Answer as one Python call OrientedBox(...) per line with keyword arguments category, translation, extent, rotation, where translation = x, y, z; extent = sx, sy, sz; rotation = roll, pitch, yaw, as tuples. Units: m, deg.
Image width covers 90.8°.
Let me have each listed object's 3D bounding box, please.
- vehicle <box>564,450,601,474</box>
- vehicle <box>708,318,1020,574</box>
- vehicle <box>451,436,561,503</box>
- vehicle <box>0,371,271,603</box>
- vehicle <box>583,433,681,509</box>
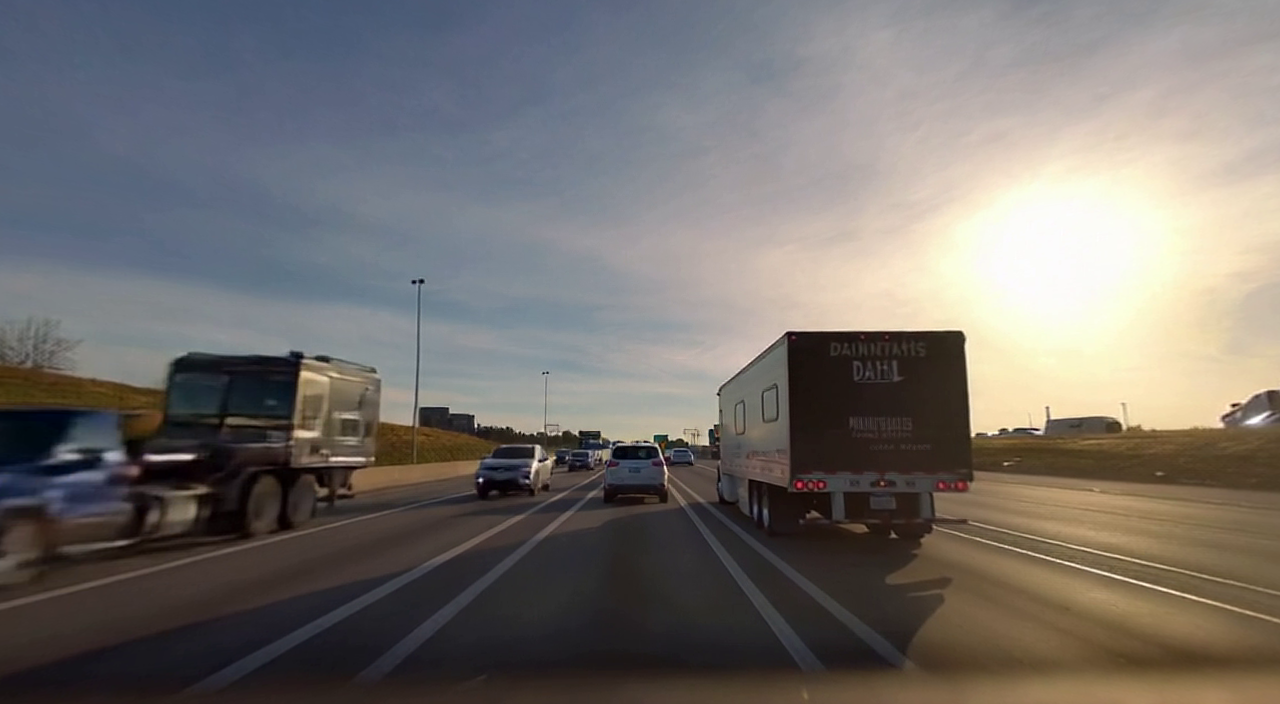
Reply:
OrientedBox(category="vehicle", translation=(-3.641, 7.042, 40.652), extent=(1.933, 1.465, 3.898), rotation=(0, -9, 2))
OrientedBox(category="vehicle", translation=(2.951, 1.596, 10.945), extent=(2.533, 2.942, 7.280), rotation=(0, -9, -1))
OrientedBox(category="vehicle", translation=(-3.685, 3.331, 18.250), extent=(2.098, 1.659, 4.432), rotation=(0, -9, 1))
OrientedBox(category="vehicle", translation=(-6.901, 1.483, 7.364), extent=(2.155, 2.087, 4.882), rotation=(0, -9, 1))
OrientedBox(category="vehicle", translation=(-0.161, 3.018, 16.404), extent=(2.201, 1.719, 4.058), rotation=(0, -9, 1))
